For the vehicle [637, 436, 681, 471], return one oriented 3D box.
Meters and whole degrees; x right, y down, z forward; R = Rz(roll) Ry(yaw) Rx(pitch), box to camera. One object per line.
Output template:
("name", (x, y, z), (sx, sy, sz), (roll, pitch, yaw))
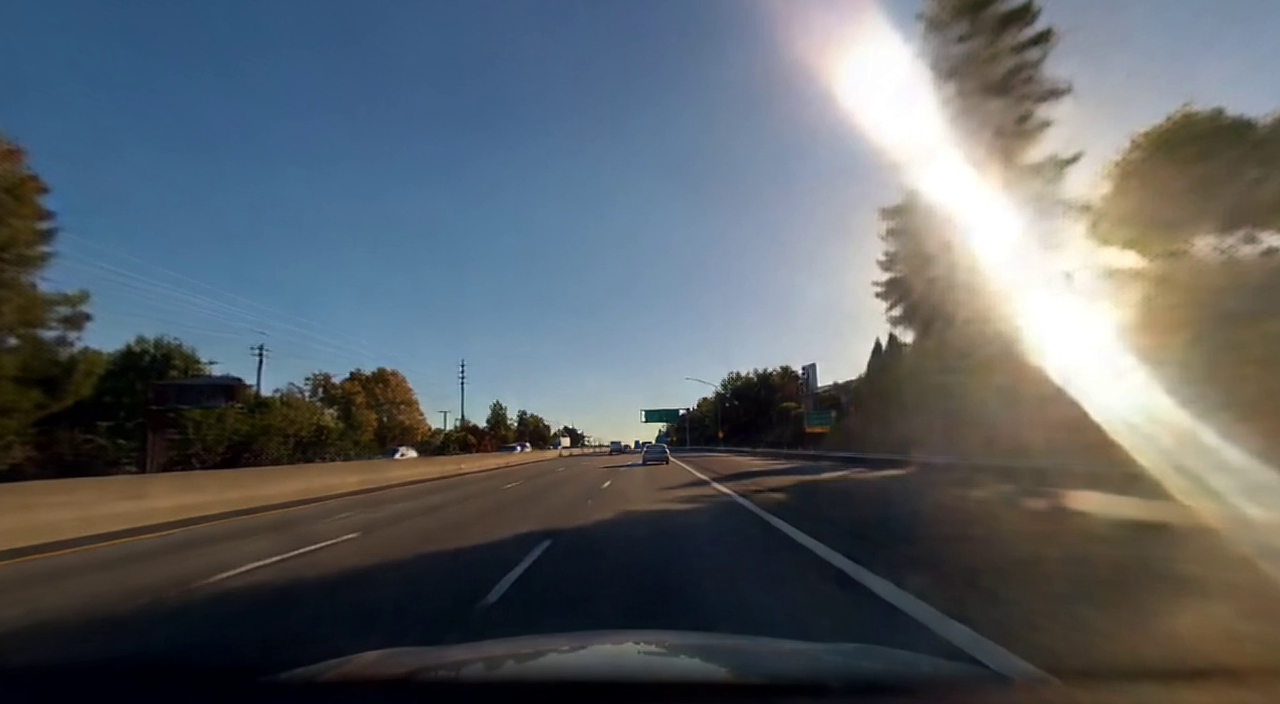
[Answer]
("vehicle", (0.965, 5.533, 34.665), (2.260, 1.766, 4.348), (0, -8, 0))
